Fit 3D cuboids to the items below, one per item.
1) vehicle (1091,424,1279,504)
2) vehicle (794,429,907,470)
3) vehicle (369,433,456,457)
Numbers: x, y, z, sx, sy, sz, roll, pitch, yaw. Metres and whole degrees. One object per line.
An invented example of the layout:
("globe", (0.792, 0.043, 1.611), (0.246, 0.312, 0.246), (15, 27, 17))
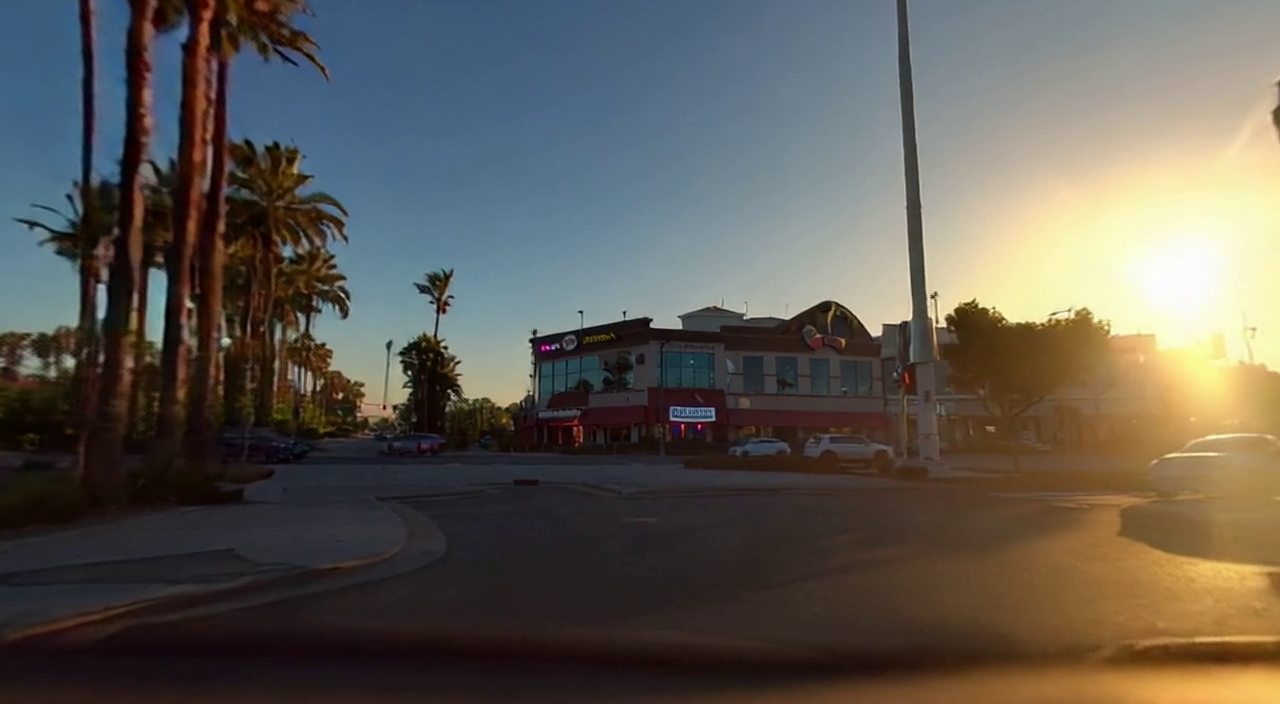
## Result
("vehicle", (13.195, 2.592, 14.986), (1.870, 1.611, 3.978), (1, -9, -3))
("vehicle", (9.335, 4.362, 28.291), (4.211, 1.756, 2.158), (1, -9, -4))
("vehicle", (-14.289, 5.869, 39.869), (4.850, 1.472, 1.777), (1, -9, -4))
